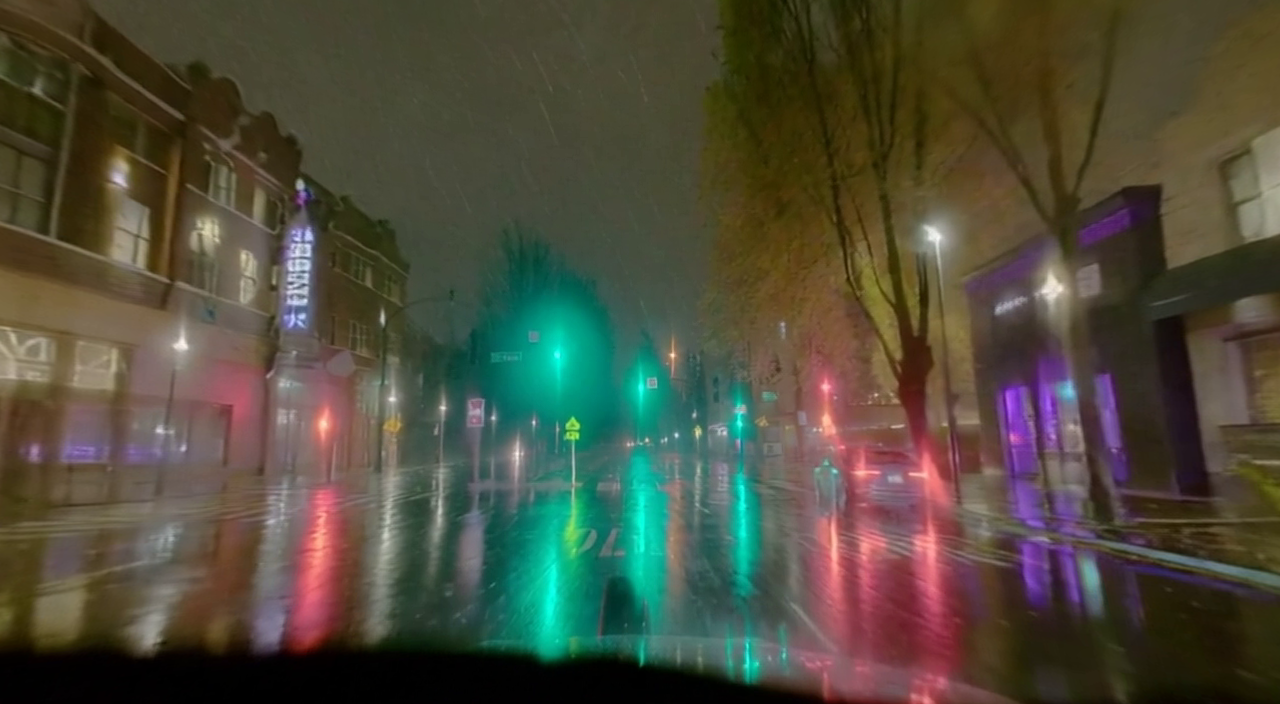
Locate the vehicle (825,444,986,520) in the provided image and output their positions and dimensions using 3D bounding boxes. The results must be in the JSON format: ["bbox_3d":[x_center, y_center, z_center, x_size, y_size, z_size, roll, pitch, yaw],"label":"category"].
[{"bbox_3d":[6.056,2.983,15.054,1.906,1.523,4.336,0,-9,-1],"label":"vehicle"}]
